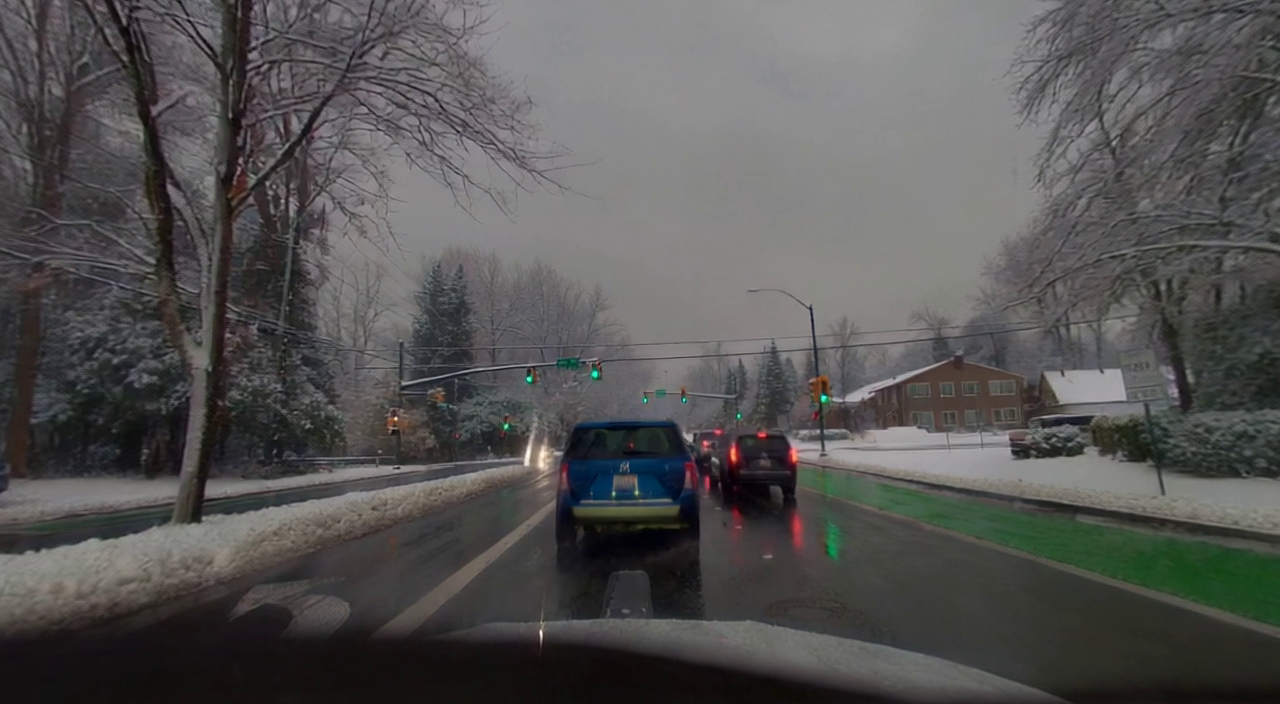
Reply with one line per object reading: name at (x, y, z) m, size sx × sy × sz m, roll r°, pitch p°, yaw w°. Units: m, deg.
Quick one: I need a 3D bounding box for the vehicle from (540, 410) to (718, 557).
vehicle at (-0.110, 1.857, 9.548) m, size 2.109 × 1.730 × 3.963 m, roll 0°, pitch -8°, yaw 1°

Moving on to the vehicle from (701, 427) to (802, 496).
vehicle at (3.187, 3.237, 19.064) m, size 2.189 × 1.815 × 4.495 m, roll 0°, pitch -8°, yaw 0°
